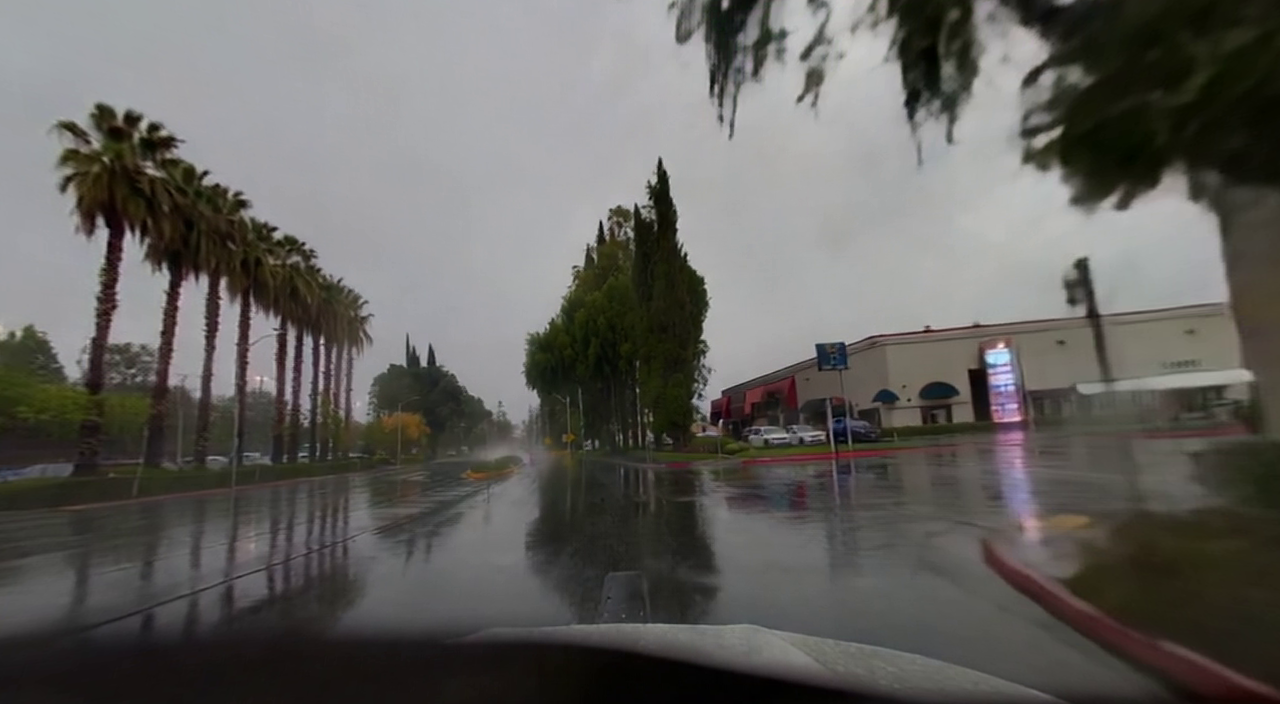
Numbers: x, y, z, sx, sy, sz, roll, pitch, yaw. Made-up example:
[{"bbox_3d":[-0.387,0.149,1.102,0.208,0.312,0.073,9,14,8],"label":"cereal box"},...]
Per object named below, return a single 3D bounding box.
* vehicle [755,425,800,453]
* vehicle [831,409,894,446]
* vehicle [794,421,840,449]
[{"bbox_3d":[8.884,5.691,41.012,2.196,1.715,4.918,-1,-8,5],"label":"vehicle"},{"bbox_3d":[14.412,4.986,40.964,2.237,1.962,5.424,-8,-8,3],"label":"vehicle"},{"bbox_3d":[11.474,5.447,41.039,2.065,1.687,4.584,-1,-8,5],"label":"vehicle"}]
